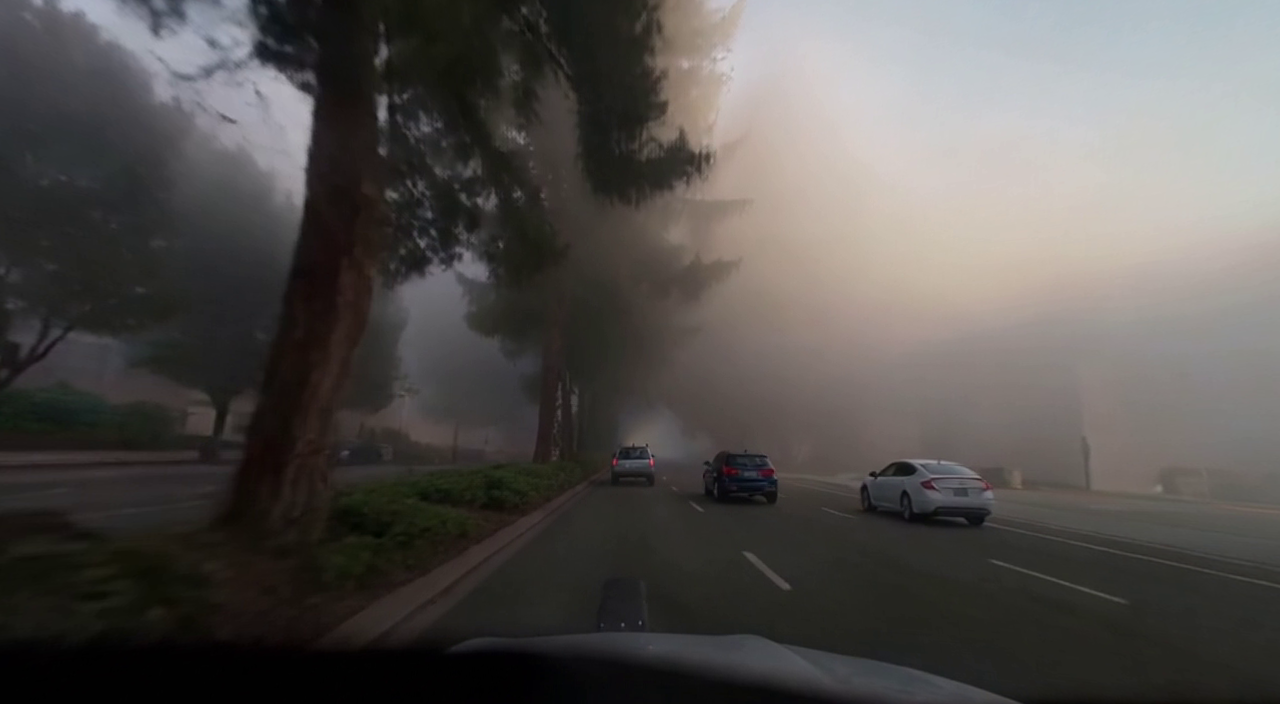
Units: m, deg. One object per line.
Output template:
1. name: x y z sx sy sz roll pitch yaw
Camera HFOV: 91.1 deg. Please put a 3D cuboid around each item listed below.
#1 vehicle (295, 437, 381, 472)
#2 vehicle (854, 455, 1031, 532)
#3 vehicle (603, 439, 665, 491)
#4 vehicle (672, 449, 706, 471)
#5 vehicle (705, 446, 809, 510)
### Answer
1. vehicle: -15.746 5.368 33.050 2.100 1.708 4.567 0 -9 2
2. vehicle: 6.712 3.150 14.579 1.944 1.458 4.268 0 -9 0
3. vehicle: -0.207 4.007 22.615 2.008 1.674 4.239 0 -9 0
4. vehicle: 3.417 7.624 44.659 2.012 1.462 4.163 0 -9 -1
5. vehicle: 3.002 3.325 17.114 1.932 1.510 4.168 0 -9 -1
